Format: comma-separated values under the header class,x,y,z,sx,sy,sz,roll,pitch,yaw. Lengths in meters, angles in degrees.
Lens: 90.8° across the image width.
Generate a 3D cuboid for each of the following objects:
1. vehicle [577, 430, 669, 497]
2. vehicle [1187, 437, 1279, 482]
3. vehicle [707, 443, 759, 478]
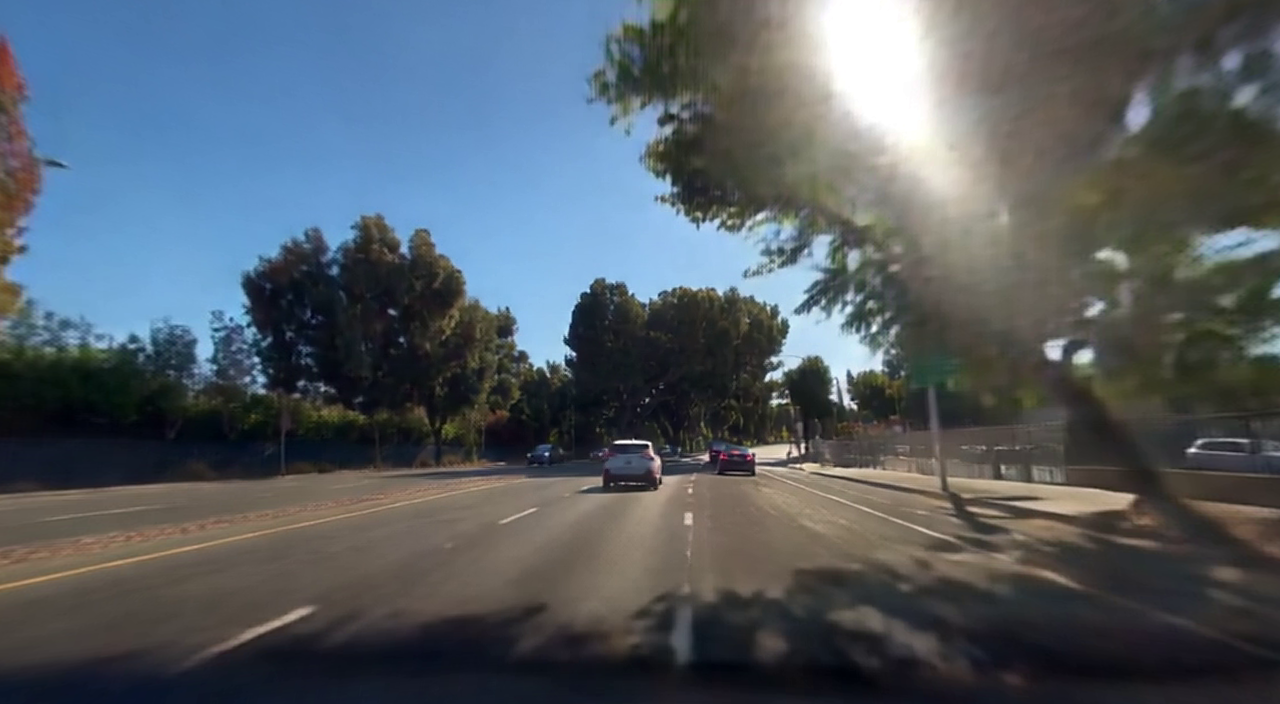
class,x,y,z,sx,sy,sz,roll,pitch,yaw
vehicle,-0.340,3.206,18.496,2.105,1.676,4.541,-1,-9,6
vehicle,21.415,3.810,22.701,4.404,1.469,1.947,7,-11,-42
vehicle,4.112,4.850,28.486,2.147,1.474,4.083,-1,-9,6
